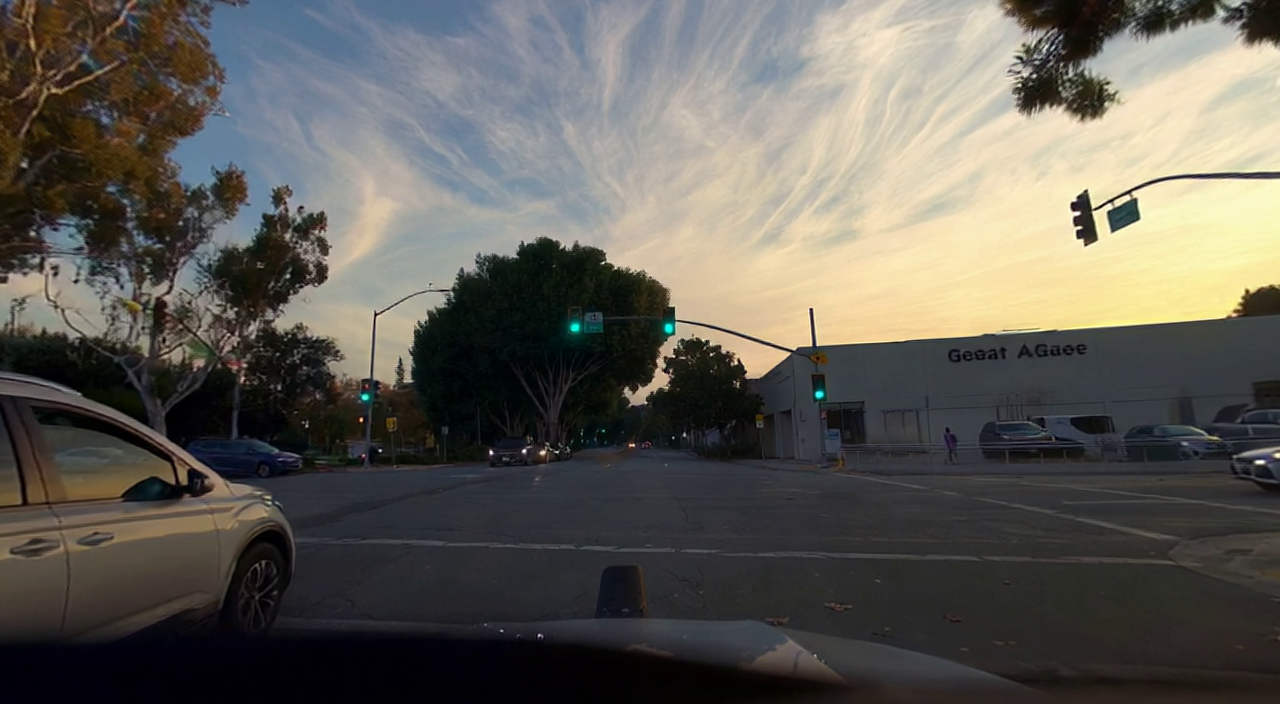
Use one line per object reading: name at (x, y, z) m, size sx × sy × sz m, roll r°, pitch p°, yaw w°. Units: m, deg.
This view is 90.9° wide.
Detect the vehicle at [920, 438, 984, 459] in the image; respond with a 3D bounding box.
vehicle at (21.457, 6.639, 43.412) m, size 3.576 × 1.425 × 1.702 m, roll 2°, pitch -8°, yaw -11°

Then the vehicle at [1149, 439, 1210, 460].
vehicle at (41.146, 7.494, 48.175) m, size 1.767 × 1.456 × 4.191 m, roll -5°, pitch -11°, yaw 15°

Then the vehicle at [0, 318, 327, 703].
vehicle at (-3.478, 0.812, 2.700) m, size 2.000 × 1.789 × 4.638 m, roll 0°, pitch -8°, yaw -2°

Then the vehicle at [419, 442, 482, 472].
vehicle at (-10.633, 5.914, 35.718) m, size 2.041 × 1.548 × 4.868 m, roll 0°, pitch -8°, yaw 0°

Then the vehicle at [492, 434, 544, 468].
vehicle at (-7.162, 5.858, 37.461) m, size 2.081 × 1.818 × 4.782 m, roll 0°, pitch -8°, yaw 1°

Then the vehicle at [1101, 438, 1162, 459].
vehicle at (38.477, 7.550, 49.508) m, size 1.837 × 1.514 × 4.786 m, roll -2°, pitch -9°, yaw 13°
